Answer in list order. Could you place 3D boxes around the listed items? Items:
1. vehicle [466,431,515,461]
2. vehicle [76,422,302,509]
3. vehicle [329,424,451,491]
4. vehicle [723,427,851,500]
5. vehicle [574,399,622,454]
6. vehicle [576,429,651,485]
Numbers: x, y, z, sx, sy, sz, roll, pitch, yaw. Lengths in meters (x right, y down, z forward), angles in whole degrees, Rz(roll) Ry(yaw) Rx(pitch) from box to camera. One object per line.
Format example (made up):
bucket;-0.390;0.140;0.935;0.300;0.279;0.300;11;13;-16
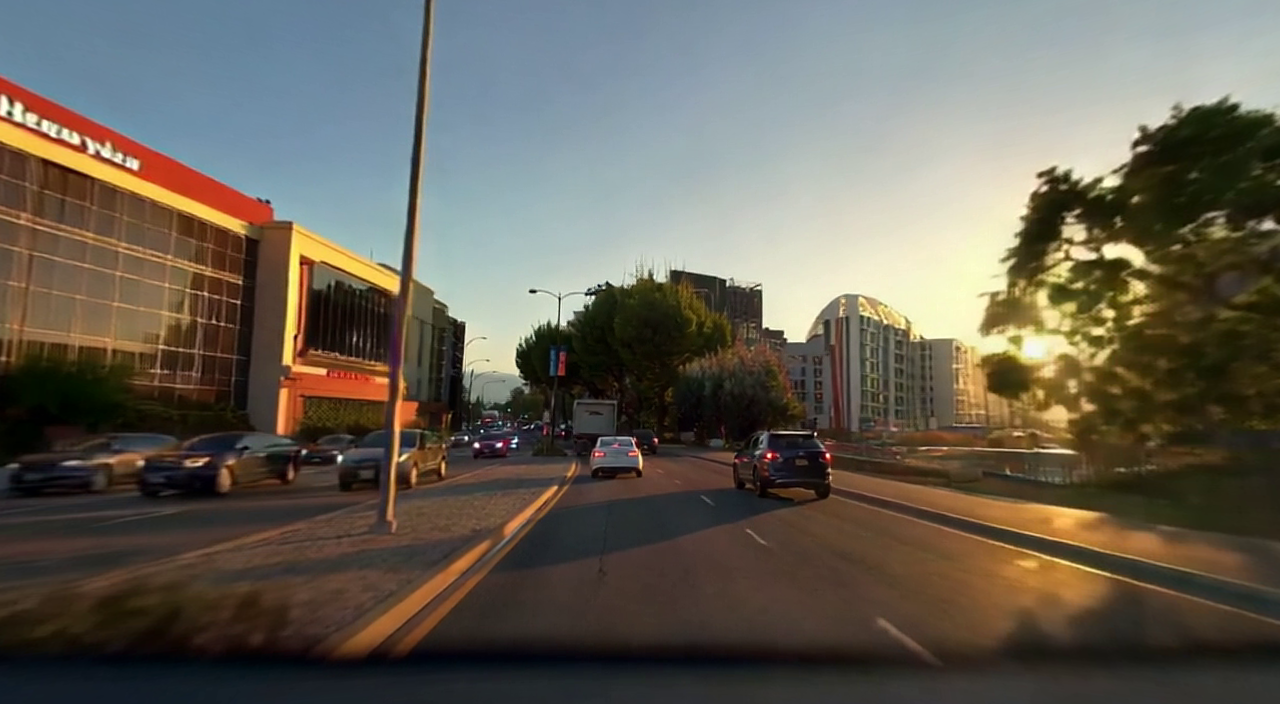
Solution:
vehicle;-8.229;5.177;35.033;2.007;1.532;4.266;1;-8;-5
vehicle;-9.837;2.474;14.312;2.091;1.642;4.299;0;-8;-3
vehicle;-6.768;2.871;17.578;1.966;1.616;4.038;1;-8;-4
vehicle;3.310;2.568;15.012;1.889;1.480;3.876;1;-8;-4
vehicle;-3.068;5.253;43.973;2.917;3.482;6.946;1;-8;-7
vehicle;-0.839;3.029;18.600;1.991;1.472;3.518;1;-8;-4
